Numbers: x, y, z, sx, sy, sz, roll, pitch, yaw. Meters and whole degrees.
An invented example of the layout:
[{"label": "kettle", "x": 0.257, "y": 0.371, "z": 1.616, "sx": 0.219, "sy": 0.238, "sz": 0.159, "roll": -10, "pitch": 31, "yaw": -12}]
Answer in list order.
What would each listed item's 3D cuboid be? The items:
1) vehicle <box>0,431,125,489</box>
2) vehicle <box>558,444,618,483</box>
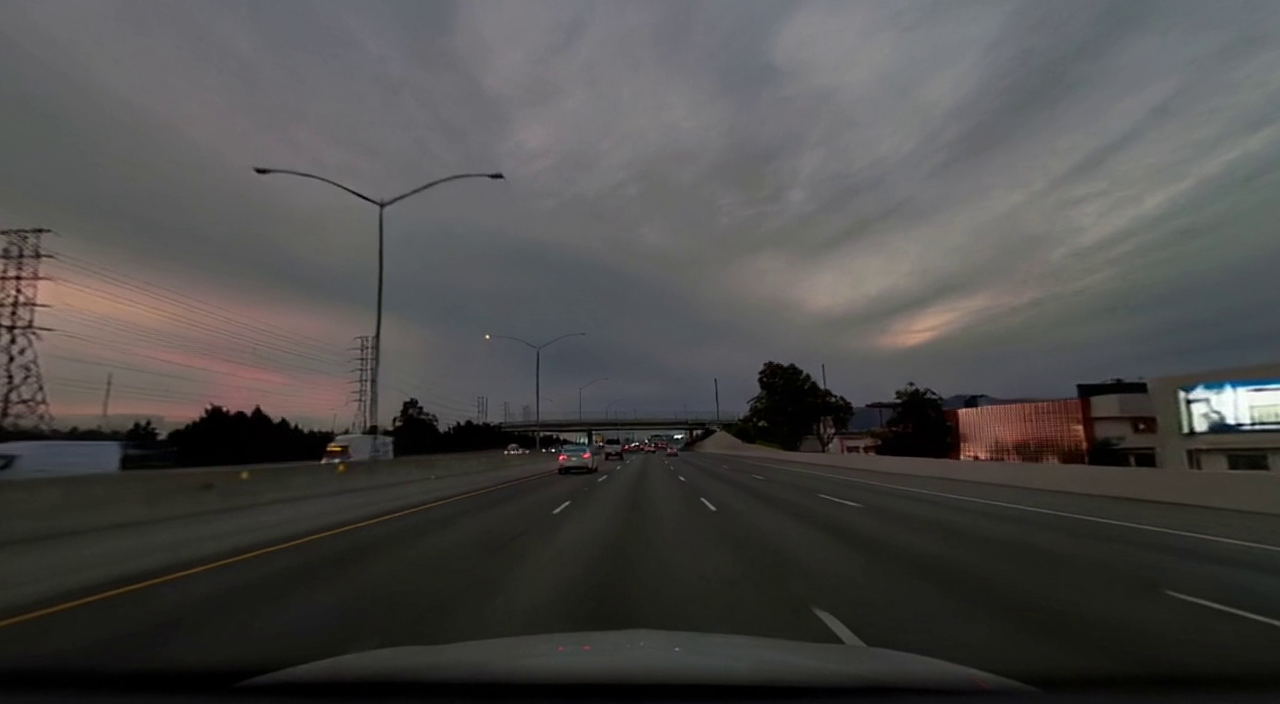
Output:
[{"label": "vehicle", "x": -26.979, "y": 4.720, "z": 28.010, "sx": 3.012, "sy": 2.300, "sz": 6.199, "roll": 0, "pitch": -8, "yaw": -2}, {"label": "vehicle", "x": -2.016, "y": 4.478, "z": 25.604, "sx": 1.891, "sy": 1.444, "sz": 3.968, "roll": -1, "pitch": -8, "yaw": 3}]
